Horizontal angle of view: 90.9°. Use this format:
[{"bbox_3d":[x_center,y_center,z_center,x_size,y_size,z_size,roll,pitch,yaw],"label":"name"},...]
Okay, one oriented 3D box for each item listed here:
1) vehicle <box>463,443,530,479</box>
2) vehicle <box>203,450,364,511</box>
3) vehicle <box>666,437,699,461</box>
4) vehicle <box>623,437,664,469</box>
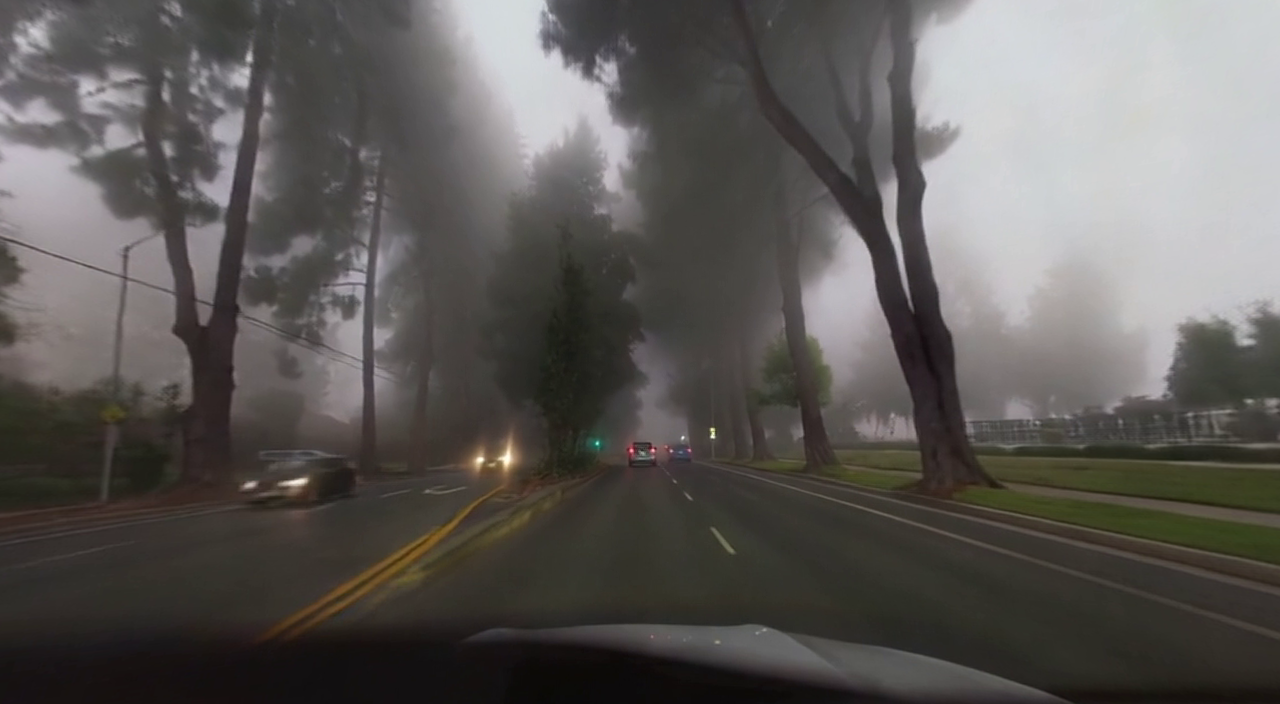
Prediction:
[{"bbox_3d":[-6.481,4.944,28.995,2.020,1.512,4.296,0,-8,1],"label":"vehicle"},{"bbox_3d":[-10.048,3.607,18.307,1.932,1.484,4.683,0,-8,0],"label":"vehicle"},{"bbox_3d":[3.248,7.523,48.976,2.189,1.766,4.495,0,-8,0],"label":"vehicle"},{"bbox_3d":[0.159,5.572,34.886,2.109,1.612,3.963,0,-8,-1],"label":"vehicle"}]
